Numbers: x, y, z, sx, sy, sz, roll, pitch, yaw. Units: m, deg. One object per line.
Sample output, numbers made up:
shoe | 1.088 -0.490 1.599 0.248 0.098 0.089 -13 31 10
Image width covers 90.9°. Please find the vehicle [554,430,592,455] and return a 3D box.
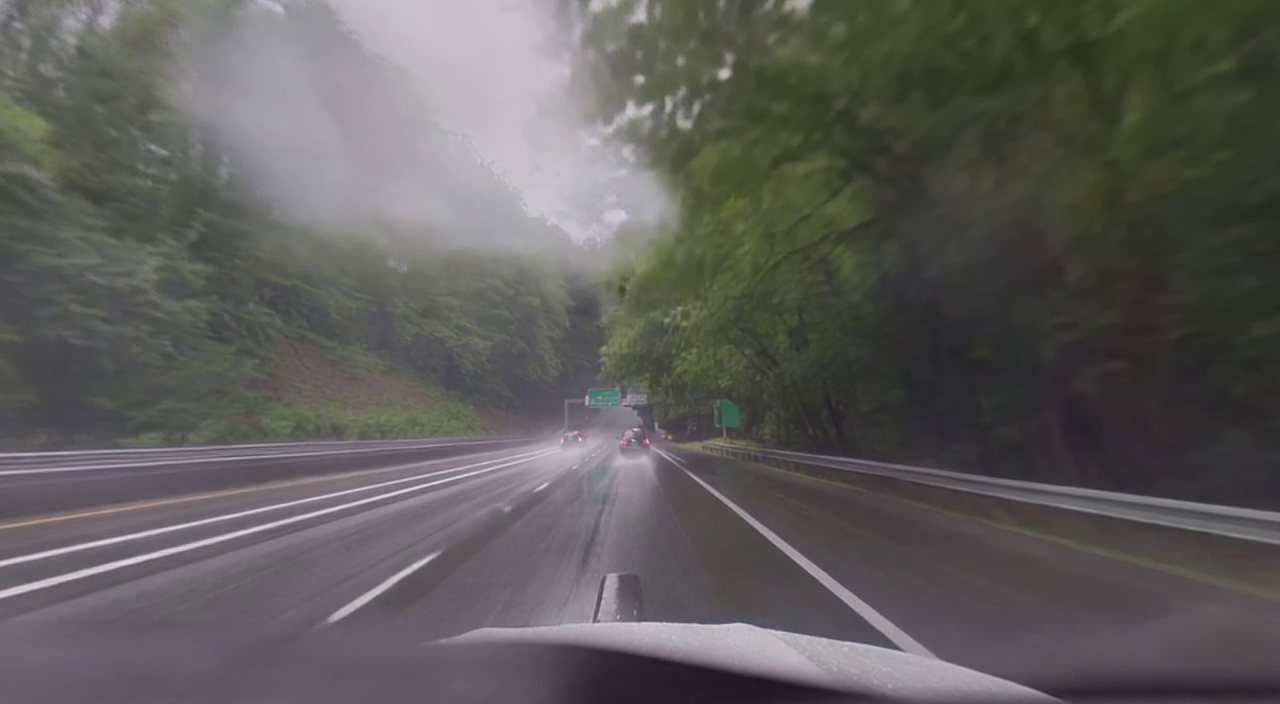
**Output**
vehicle | -4.462 6.061 42.432 2.055 1.610 4.116 0 -8 0

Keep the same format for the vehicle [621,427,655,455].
vehicle | -0.149 5.965 42.385 2.170 1.790 4.490 0 -8 -1
